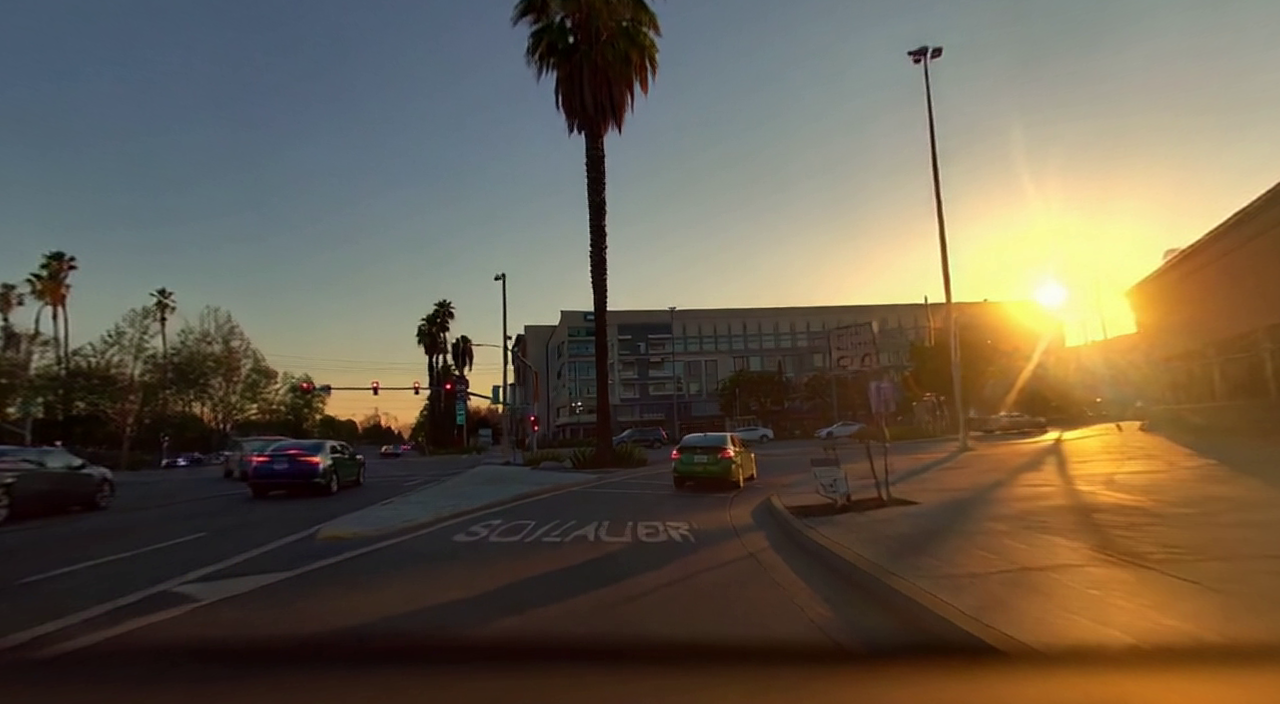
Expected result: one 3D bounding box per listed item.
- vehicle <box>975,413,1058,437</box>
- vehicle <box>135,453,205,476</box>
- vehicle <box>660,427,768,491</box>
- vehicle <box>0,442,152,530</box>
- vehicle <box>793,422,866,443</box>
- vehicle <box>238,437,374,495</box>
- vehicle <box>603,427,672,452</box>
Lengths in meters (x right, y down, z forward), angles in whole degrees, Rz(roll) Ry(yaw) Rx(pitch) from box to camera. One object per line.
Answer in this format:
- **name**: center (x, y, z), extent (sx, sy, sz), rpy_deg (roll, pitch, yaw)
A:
- **vehicle**: center (25.937, 5.085, 43.583), extent (4.458, 1.589, 2.044), rpy_deg (1, -8, -6)
- **vehicle**: center (-34.533, 8.277, 46.611), extent (2.036, 1.526, 4.732), rpy_deg (1, -9, -8)
- **vehicle**: center (2.170, 2.865, 17.216), extent (2.070, 1.493, 4.570), rpy_deg (-3, -9, 17)
- **vehicle**: center (-12.047, 2.522, 12.298), extent (1.905, 1.482, 4.463), rpy_deg (1, -9, -7)
- **vehicle**: center (14.714, 6.248, 49.110), extent (4.981, 1.491, 1.922), rpy_deg (0, -10, -7)
- **vehicle**: center (-9.626, 3.290, 18.676), extent (1.912, 1.487, 4.471), rpy_deg (1, -9, -6)
- **vehicle**: center (-0.222, 6.523, 47.172), extent (4.757, 1.633, 1.932), rpy_deg (-1, -8, -10)
